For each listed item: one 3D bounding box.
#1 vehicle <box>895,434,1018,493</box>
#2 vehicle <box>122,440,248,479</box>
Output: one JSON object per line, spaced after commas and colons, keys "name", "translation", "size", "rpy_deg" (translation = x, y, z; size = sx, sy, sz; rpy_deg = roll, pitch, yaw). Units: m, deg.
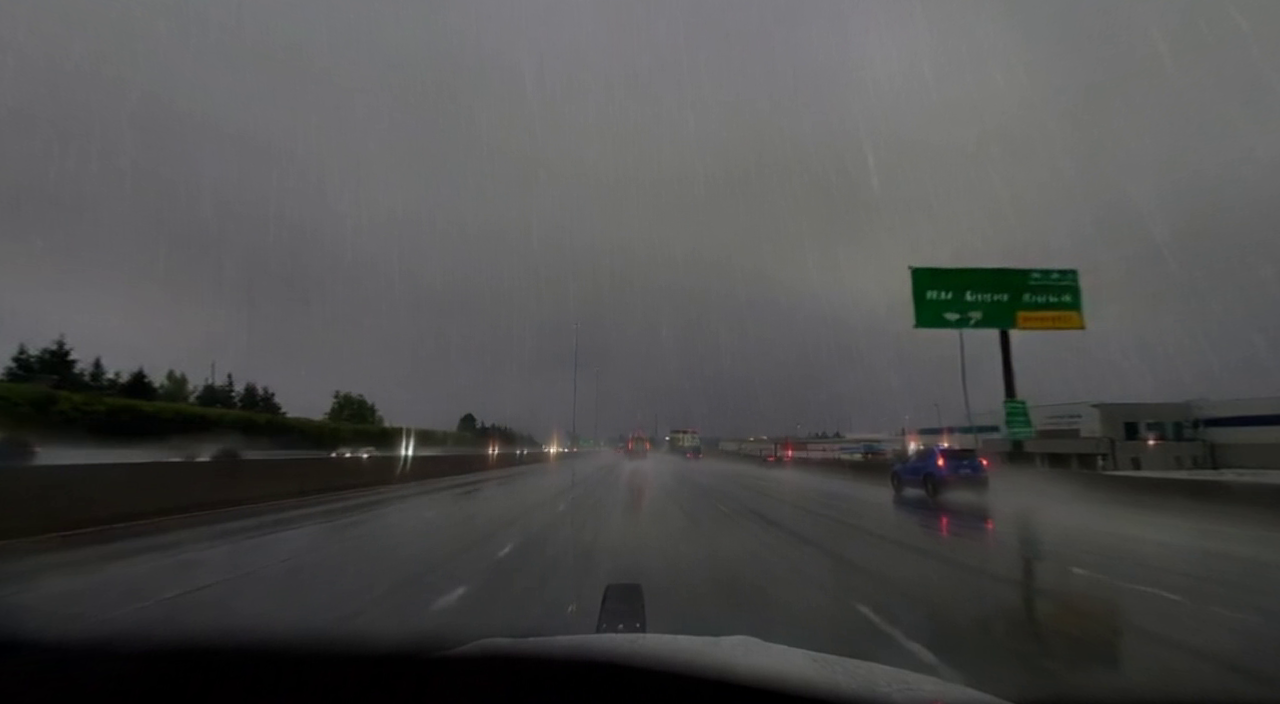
{"name": "vehicle", "translation": [13.719, 4.852, 27.848], "size": [2.411, 2.326, 5.300], "rpy_deg": [0, -9, -3]}
{"name": "vehicle", "translation": [-19.311, 4.586, 27.114], "size": [1.977, 1.484, 4.592], "rpy_deg": [0, -9, 0]}
